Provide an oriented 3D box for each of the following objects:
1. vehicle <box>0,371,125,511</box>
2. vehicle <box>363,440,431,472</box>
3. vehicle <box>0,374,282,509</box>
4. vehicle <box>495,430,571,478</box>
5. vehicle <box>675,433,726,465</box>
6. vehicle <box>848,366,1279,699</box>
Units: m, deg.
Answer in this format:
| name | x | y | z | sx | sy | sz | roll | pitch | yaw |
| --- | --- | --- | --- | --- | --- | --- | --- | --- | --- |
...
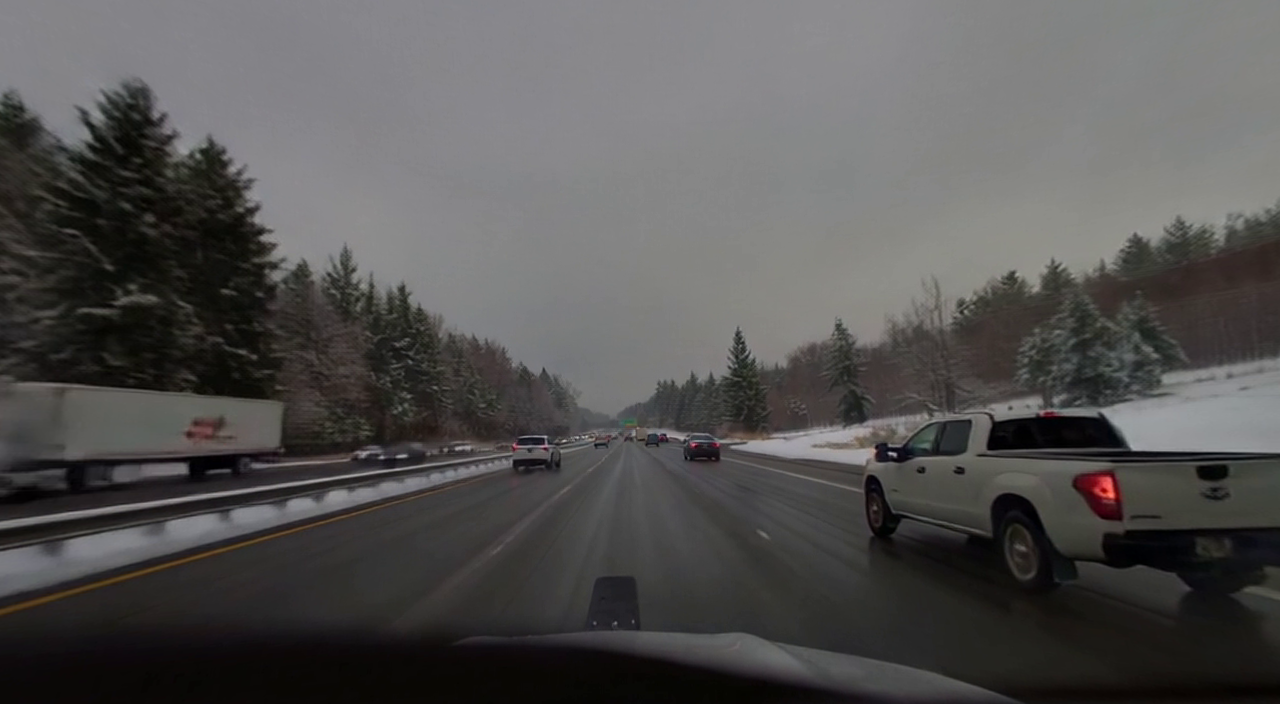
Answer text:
| name | x | y | z | sx | sy | sz | roll | pitch | yaw |
| --- | --- | --- | --- | --- | --- | --- | --- | --- | --- |
| vehicle | -19.468 | 2.652 | 18.852 | 2.967 | 3.876 | 5.923 | 0 | -8 | -1 |
| vehicle | -12.364 | 5.287 | 32.389 | 1.848 | 1.517 | 4.205 | 0 | -8 | -1 |
| vehicle | -19.629 | 3.505 | 25.234 | 2.802 | 3.913 | 13.577 | 0 | -8 | -1 |
| vehicle | -3.857 | 3.746 | 23.562 | 2.011 | 1.614 | 4.808 | 0 | -8 | 0 |
| vehicle | 2.921 | 4.774 | 31.173 | 1.990 | 1.480 | 3.865 | 0 | -8 | -2 |
| vehicle | 3.665 | 1.204 | 5.559 | 1.949 | 1.639 | 4.748 | 0 | -8 | -1 |
